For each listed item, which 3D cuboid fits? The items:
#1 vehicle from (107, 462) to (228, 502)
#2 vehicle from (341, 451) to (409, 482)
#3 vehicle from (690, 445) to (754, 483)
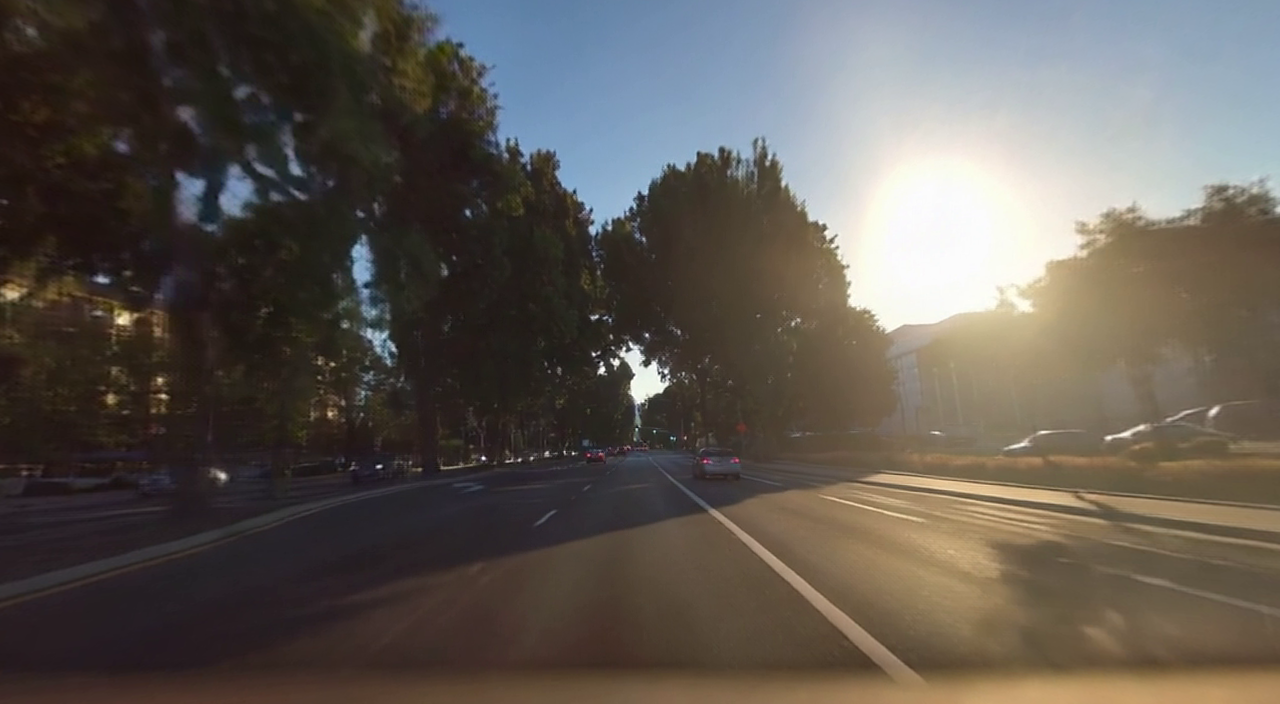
[{"bbox_3d":[-24.931,6.822,33.515,2.025,1.792,4.643,-7,-11,37],"label":"vehicle"},{"bbox_3d":[-16.125,6.954,38.756,2.093,1.709,4.952,0,-9,-1],"label":"vehicle"},{"bbox_3d":[3.348,4.645,26.511,1.966,1.449,4.290,0,-9,-2],"label":"vehicle"}]
